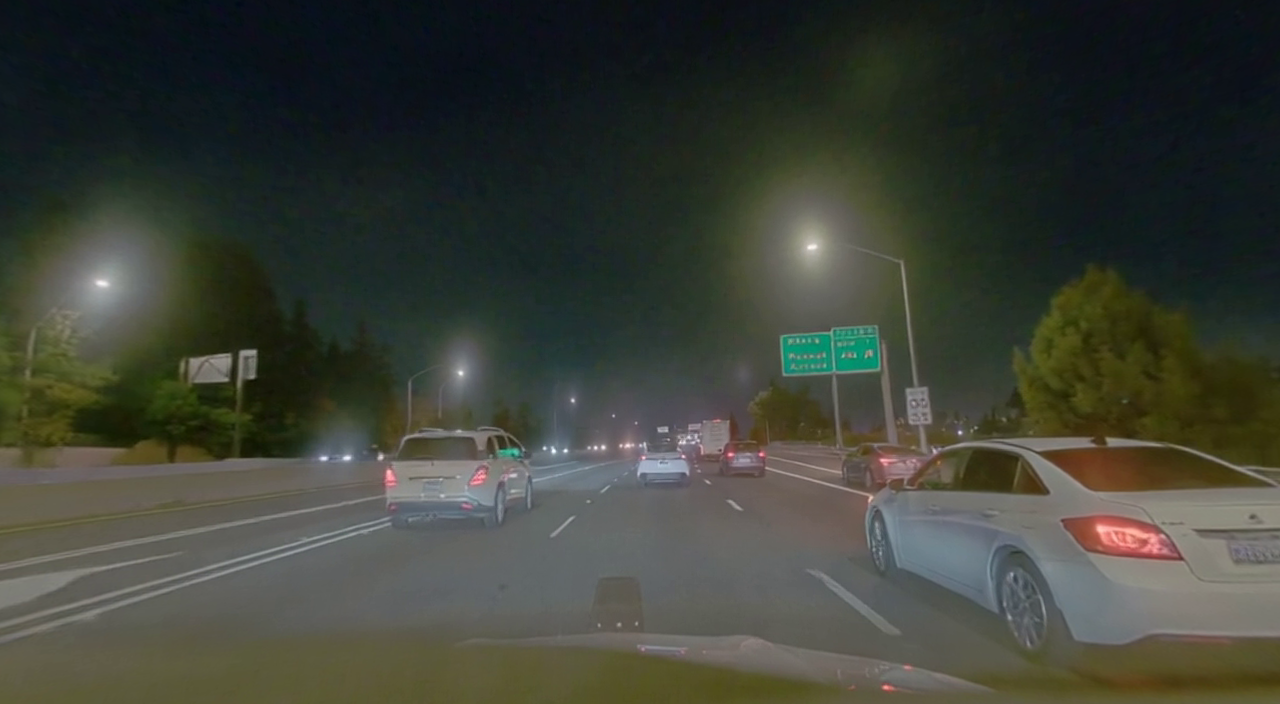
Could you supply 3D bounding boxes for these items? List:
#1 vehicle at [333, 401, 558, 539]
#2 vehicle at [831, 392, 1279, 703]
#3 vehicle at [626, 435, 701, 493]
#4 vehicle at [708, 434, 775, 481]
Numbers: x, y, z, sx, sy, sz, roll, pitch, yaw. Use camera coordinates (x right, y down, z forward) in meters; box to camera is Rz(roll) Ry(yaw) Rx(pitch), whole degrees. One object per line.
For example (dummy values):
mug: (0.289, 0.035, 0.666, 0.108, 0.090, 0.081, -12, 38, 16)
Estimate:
vehicle: (-3.155, 2.110, 11.785, 2.434, 1.965, 5.305, 0, -9, 1)
vehicle: (3.025, 1.218, 4.277, 2.009, 1.489, 4.559, 0, -9, 0)
vehicle: (0.697, 3.433, 19.563, 2.074, 1.614, 3.803, 0, -9, 1)
vehicle: (3.905, 4.167, 25.004, 2.076, 1.684, 4.241, 0, -9, 2)
